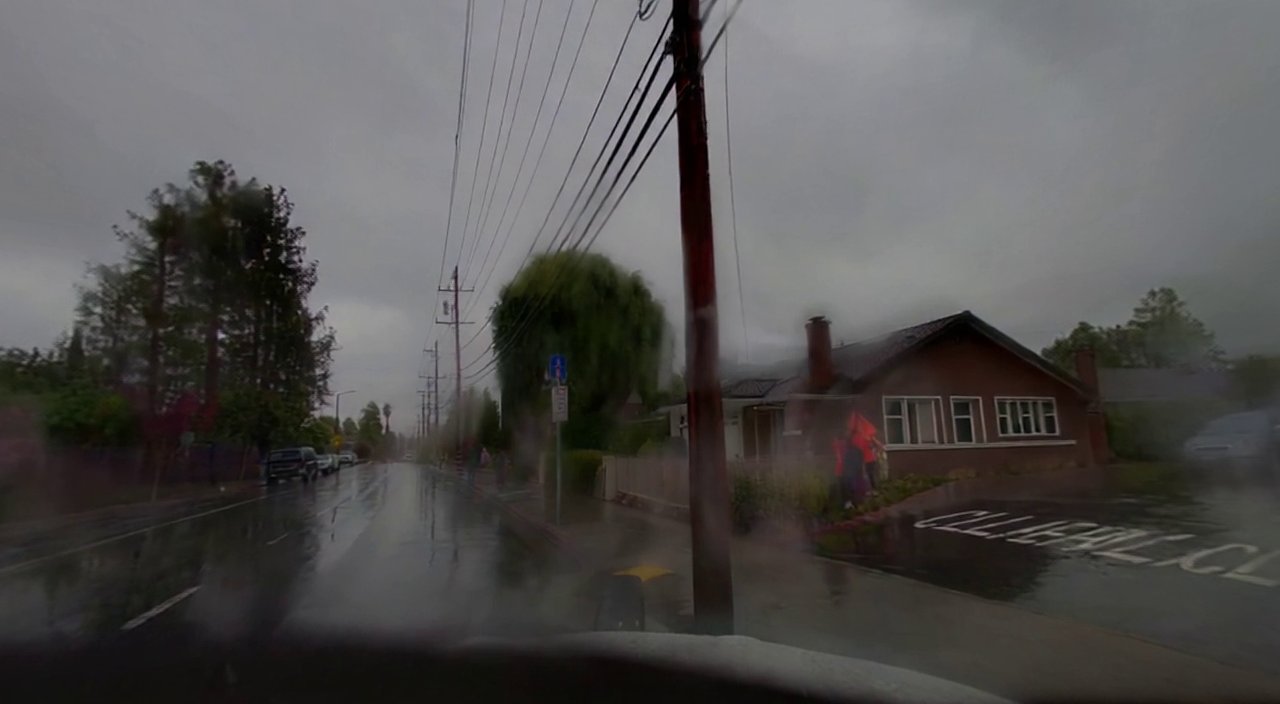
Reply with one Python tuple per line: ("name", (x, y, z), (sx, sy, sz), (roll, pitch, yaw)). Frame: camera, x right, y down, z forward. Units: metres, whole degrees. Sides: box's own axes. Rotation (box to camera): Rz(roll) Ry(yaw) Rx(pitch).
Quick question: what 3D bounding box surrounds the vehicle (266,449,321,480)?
("vehicle", (-21.998, 7.114, 40.309), (2.203, 1.787, 4.704), (3, -9, -19))
